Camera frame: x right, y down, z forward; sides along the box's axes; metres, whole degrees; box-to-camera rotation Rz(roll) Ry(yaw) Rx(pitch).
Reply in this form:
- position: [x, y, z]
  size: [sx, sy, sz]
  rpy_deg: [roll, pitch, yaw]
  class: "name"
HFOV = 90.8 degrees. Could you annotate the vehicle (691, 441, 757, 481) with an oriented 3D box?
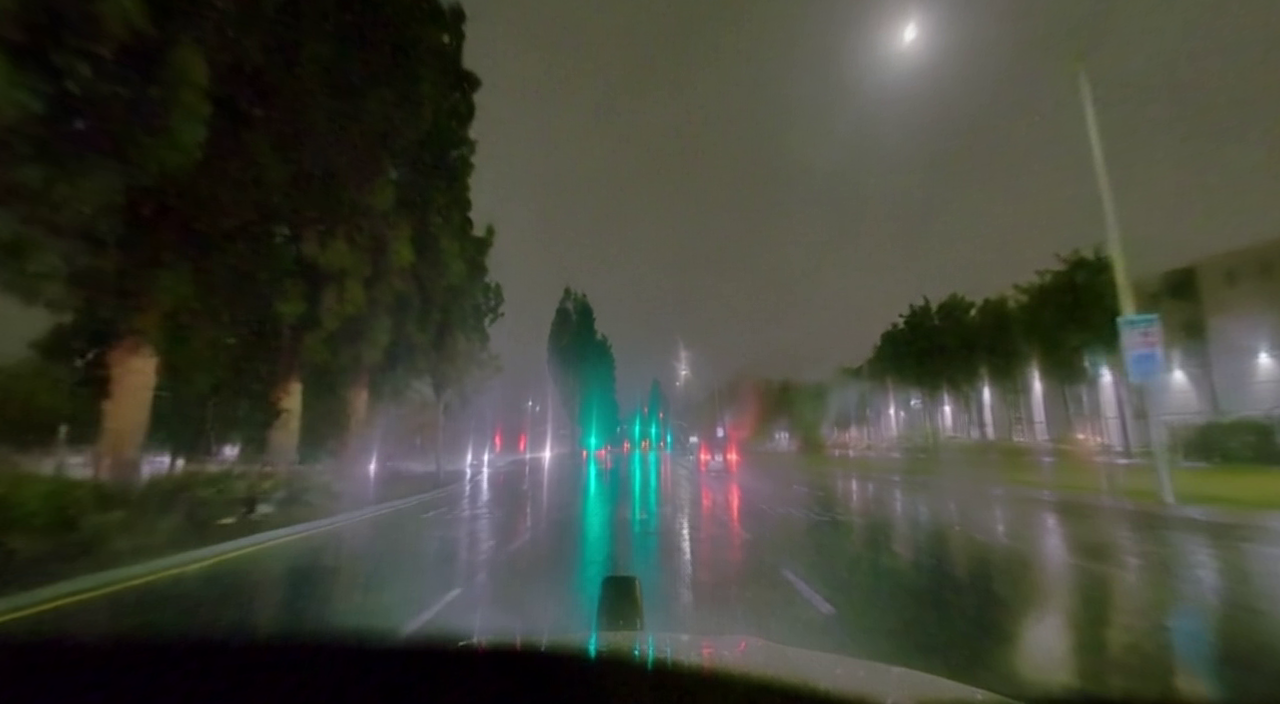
- position: [3.288, 4.348, 25.599]
  size: [1.966, 1.449, 4.290]
  rpy_deg: [0, -8, -1]
  class: "vehicle"
